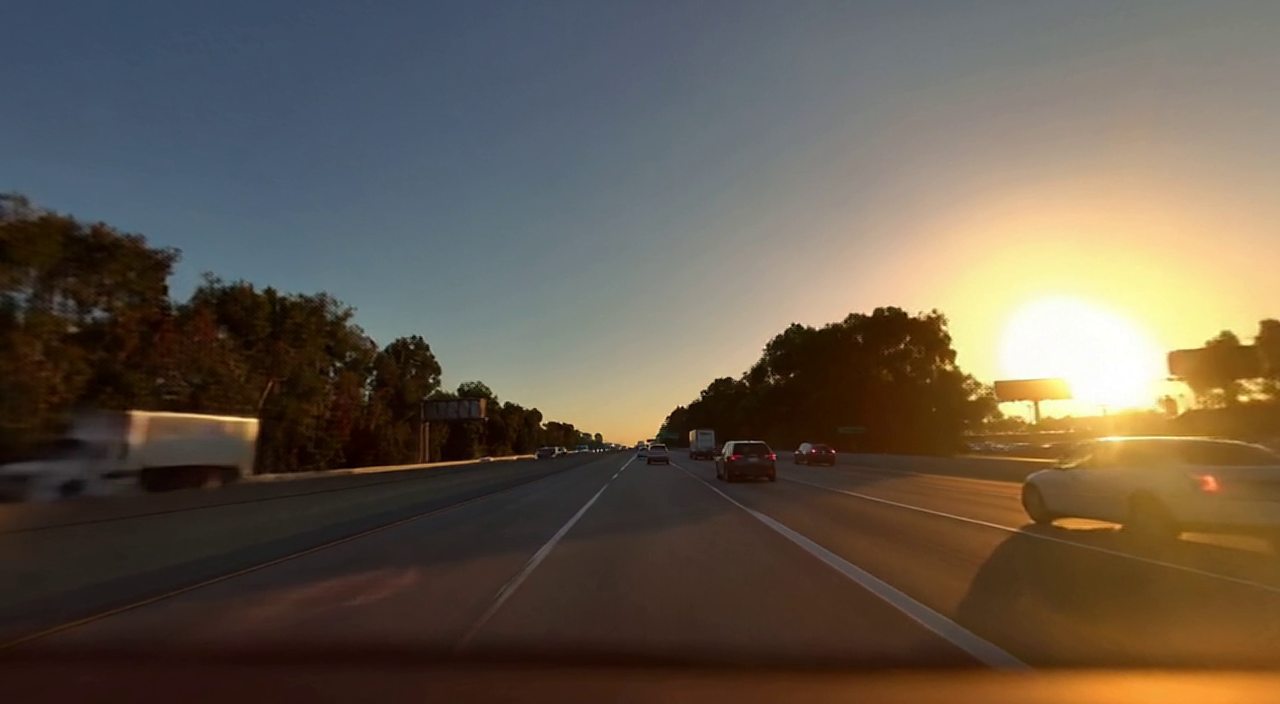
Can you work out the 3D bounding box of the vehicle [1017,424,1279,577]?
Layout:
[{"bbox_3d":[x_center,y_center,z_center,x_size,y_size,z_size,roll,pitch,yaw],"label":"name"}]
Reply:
[{"bbox_3d":[7.460,1.837,8.723,1.807,1.558,4.352,0,-8,0],"label":"vehicle"}]

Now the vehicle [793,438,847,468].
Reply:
[{"bbox_3d":[11.361,6.409,40.192,2.028,1.801,4.503,0,-8,-1],"label":"vehicle"}]

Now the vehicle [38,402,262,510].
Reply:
[{"bbox_3d":[-20.930,4.497,27.961,2.949,3.979,8.564,0,-8,0],"label":"vehicle"}]

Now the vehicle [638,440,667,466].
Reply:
[{"bbox_3d":[0.899,7.643,47.815,2.145,1.832,4.004,0,-8,0],"label":"vehicle"}]

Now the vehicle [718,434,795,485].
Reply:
[{"bbox_3d":[4.529,4.233,25.220,2.075,1.845,4.667,0,-8,-1],"label":"vehicle"}]

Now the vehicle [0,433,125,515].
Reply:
[{"bbox_3d":[-20.994,4.266,22.502,2.555,2.672,2.949,-1,-8,1],"label":"vehicle"}]

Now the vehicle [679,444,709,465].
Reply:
[{"bbox_3d":[4.227,8.061,49.647,1.902,1.532,4.181,0,-8,-1],"label":"vehicle"}]
